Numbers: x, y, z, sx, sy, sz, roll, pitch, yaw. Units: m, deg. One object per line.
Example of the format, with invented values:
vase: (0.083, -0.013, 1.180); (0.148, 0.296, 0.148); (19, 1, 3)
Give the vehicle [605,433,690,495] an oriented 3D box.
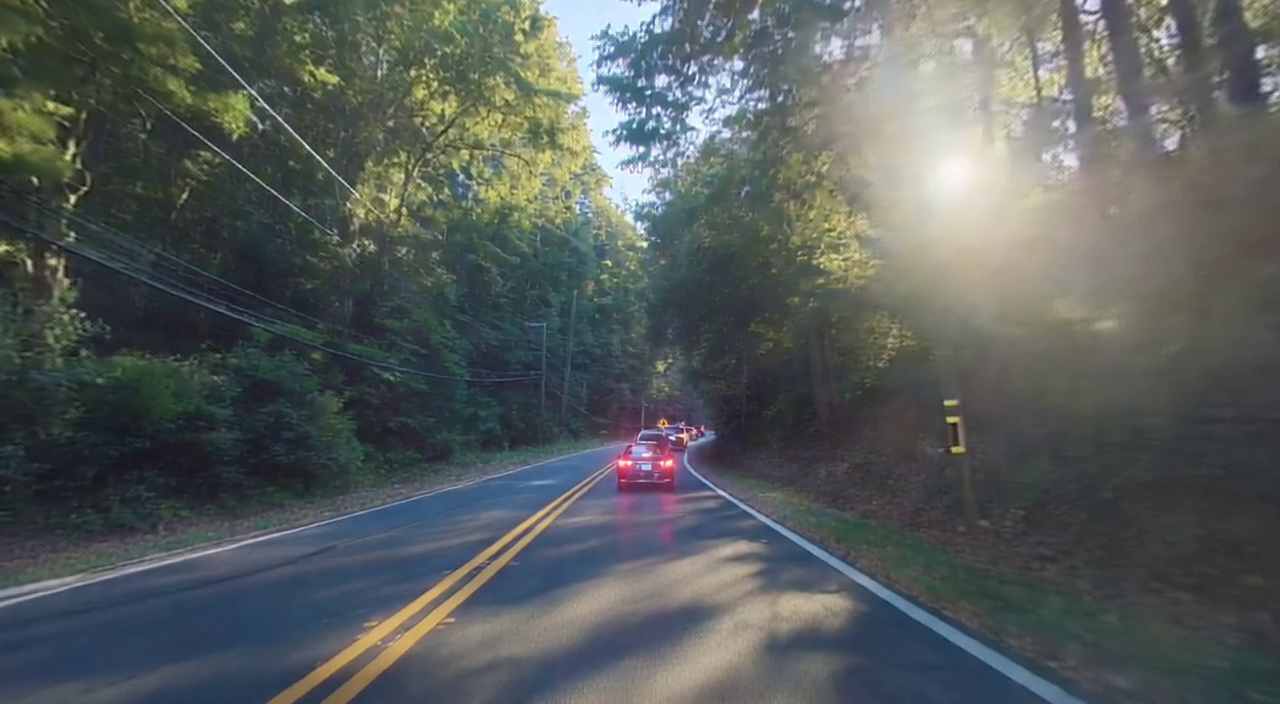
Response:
vehicle: (0.168, 3.036, 17.354); (2.081, 1.503, 3.726); (0, -8, -1)
